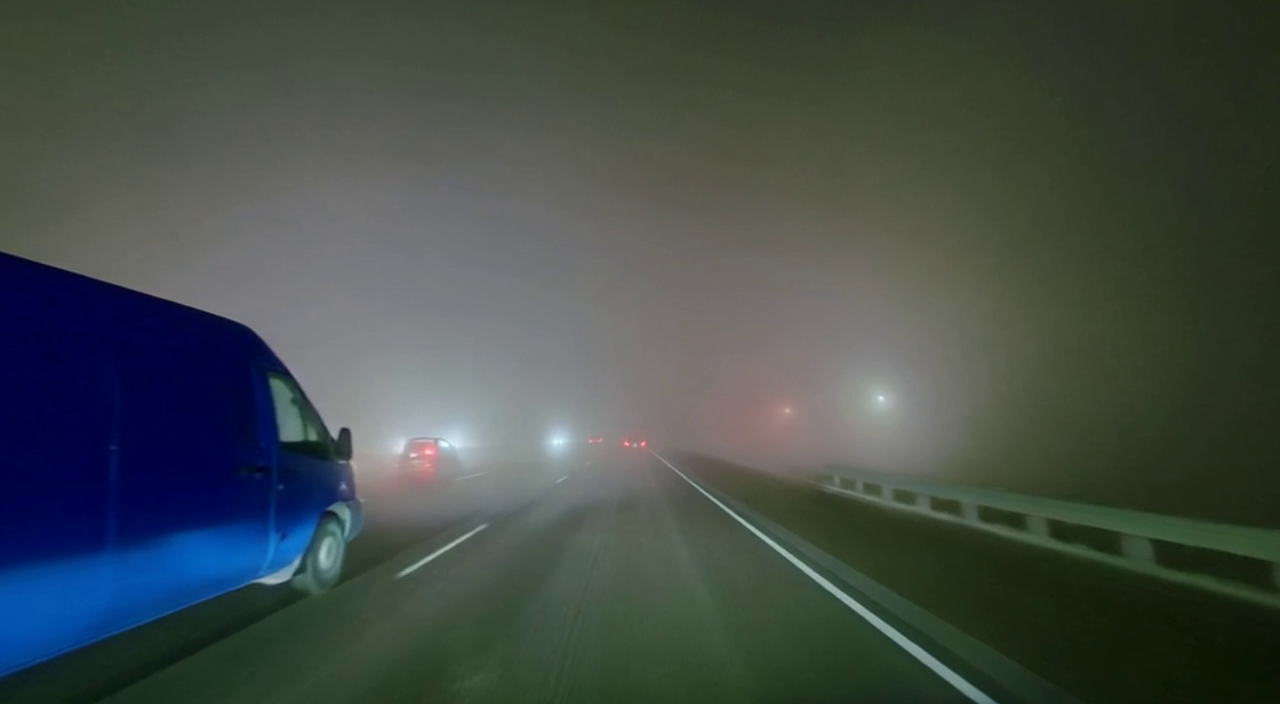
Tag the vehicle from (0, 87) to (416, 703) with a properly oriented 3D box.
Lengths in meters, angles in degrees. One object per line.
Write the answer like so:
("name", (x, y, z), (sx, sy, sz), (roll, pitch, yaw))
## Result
("vehicle", (-3.998, 0.434, 4.060), (2.428, 2.782, 7.330), (0, -8, 0))
